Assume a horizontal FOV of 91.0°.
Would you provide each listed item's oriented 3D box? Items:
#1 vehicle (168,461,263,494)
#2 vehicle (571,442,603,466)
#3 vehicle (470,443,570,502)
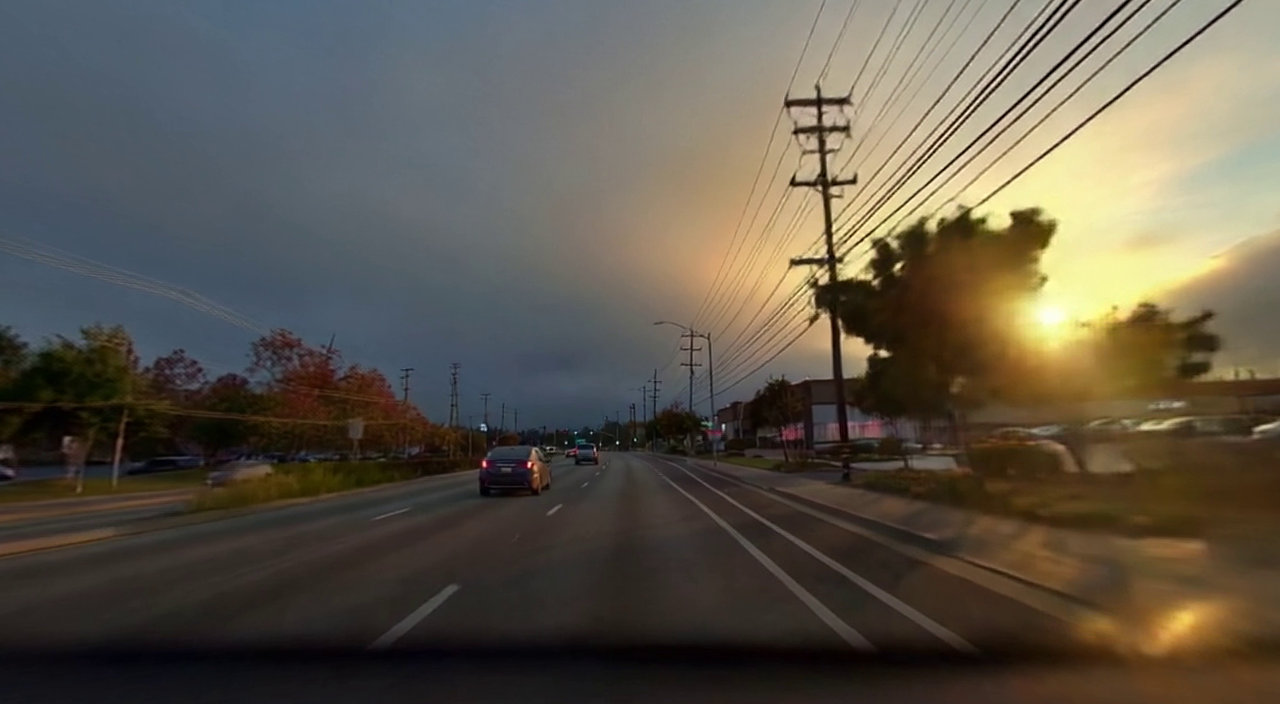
[{"bbox_3d":[-25.207,7.441,37.611,1.973,1.695,4.541,-1,-9,11],"label":"vehicle"},{"bbox_3d":[-4.046,7.861,48.636,2.087,1.736,4.311,0,-9,-1],"label":"vehicle"},{"bbox_3d":[-3.286,3.375,18.145,1.942,1.469,4.426,0,-9,1],"label":"vehicle"}]
